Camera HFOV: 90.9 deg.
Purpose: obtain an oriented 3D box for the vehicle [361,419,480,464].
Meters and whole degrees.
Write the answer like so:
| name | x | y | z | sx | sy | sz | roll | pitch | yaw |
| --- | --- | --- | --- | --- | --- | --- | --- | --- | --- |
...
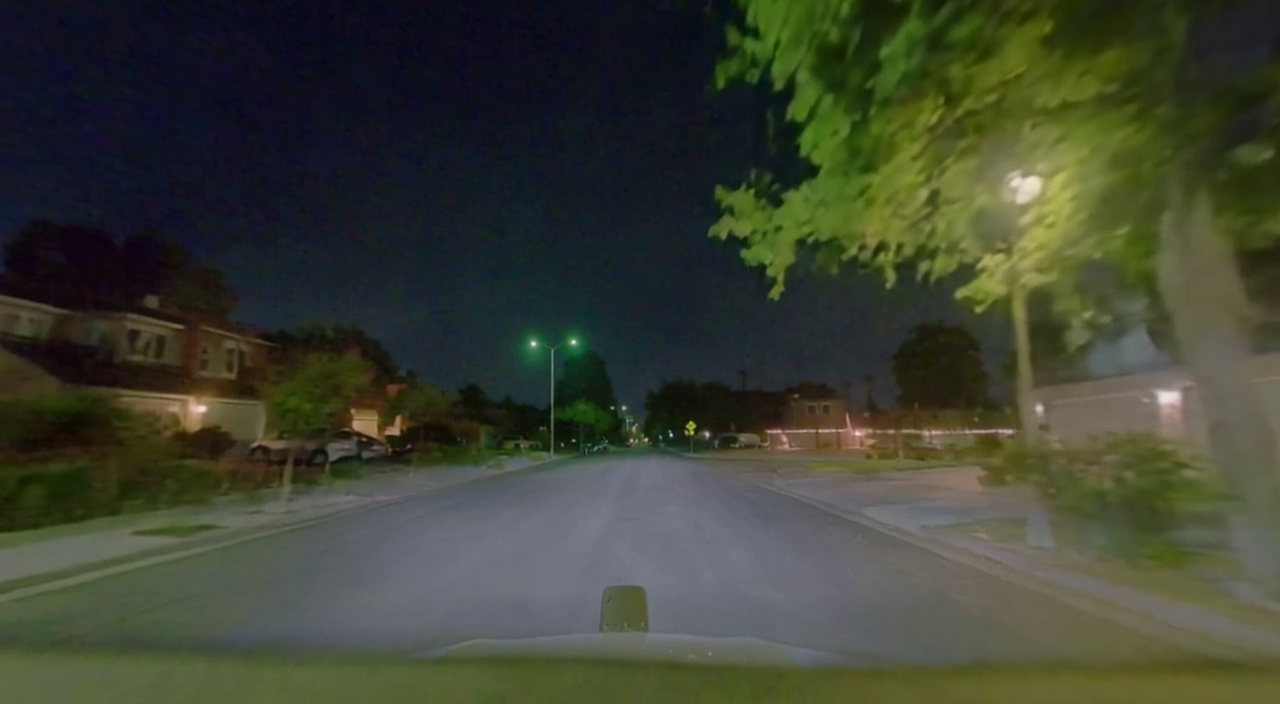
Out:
| name | x | y | z | sx | sy | sz | roll | pitch | yaw |
| --- | --- | --- | --- | --- | --- | --- | --- | --- | --- |
| vehicle | -12.806 | 5.282 | 37.173 | 5.946 | 2.048 | 2.595 | 5 | -9 | -2 |

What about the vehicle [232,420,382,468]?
| name | x | y | z | sx | sy | sz | roll | pitch | yaw |
| --- | --- | --- | --- | --- | --- | --- | --- | --- | --- |
| vehicle | -13.482 | 3.746 | 25.753 | 4.796 | 1.864 | 2.328 | 0 | -8 | 2 |
